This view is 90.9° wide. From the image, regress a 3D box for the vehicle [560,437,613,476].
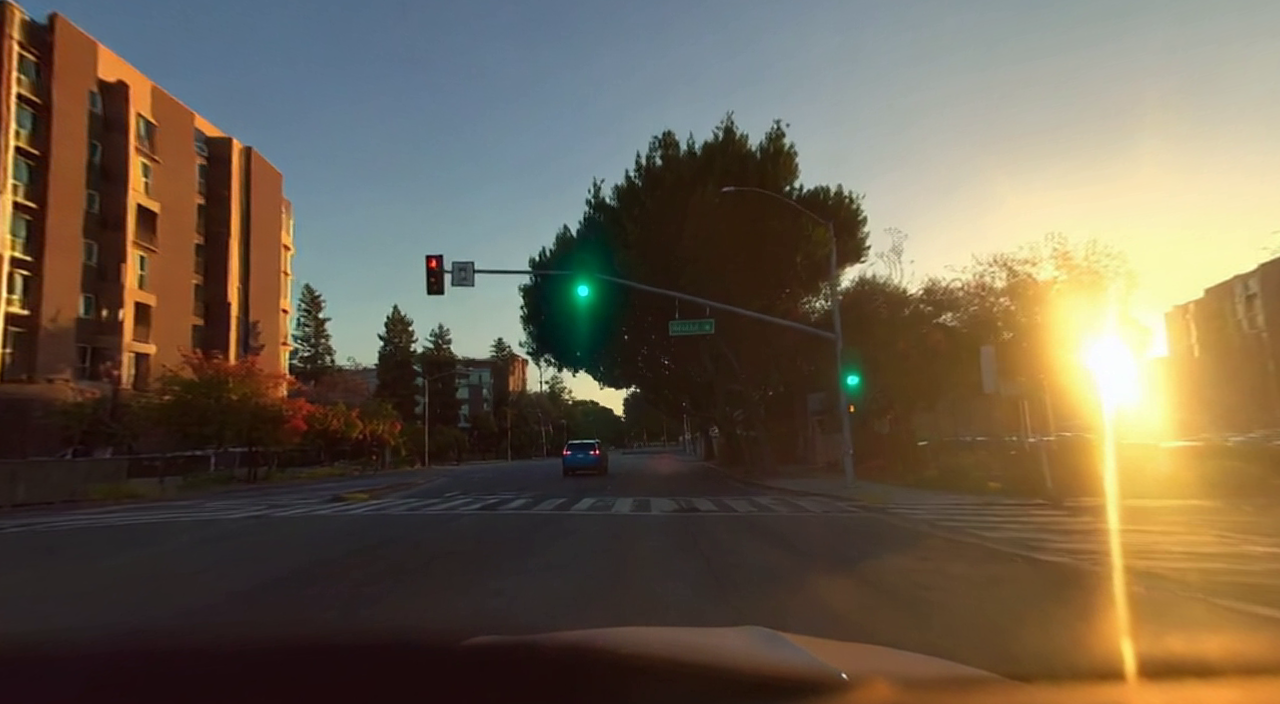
[{"bbox_3d":[-2.557,5.122,31.242,2.123,1.799,4.425,-1,-8,1],"label":"vehicle"}]
